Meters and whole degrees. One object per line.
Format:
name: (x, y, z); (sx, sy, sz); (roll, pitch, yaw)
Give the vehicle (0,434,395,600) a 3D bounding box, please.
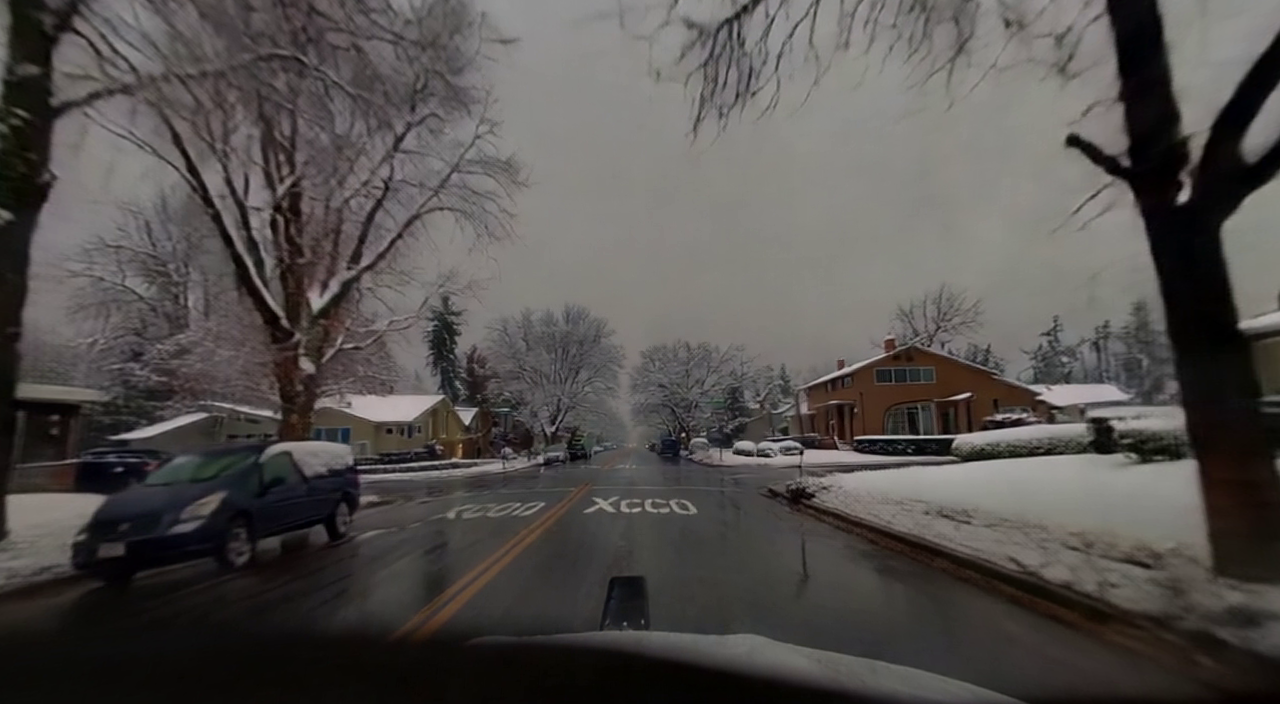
vehicle: (-5.165, 1.913, 8.357); (2.038, 1.571, 4.524); (0, -8, 0)
